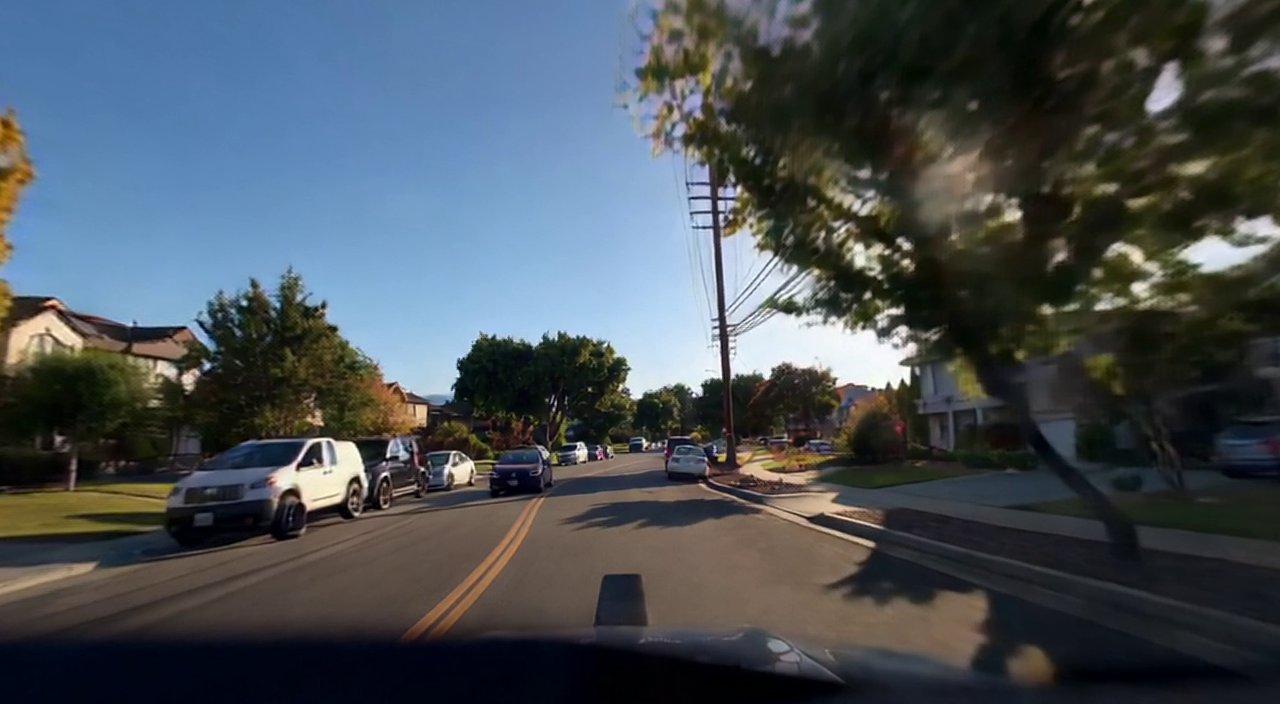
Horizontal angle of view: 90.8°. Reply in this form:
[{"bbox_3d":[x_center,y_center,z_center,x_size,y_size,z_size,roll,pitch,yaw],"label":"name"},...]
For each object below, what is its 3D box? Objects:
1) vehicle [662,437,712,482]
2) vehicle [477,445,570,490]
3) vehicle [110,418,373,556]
[{"bbox_3d":[2.095,4.783,28.423,2.032,1.810,5.047,-1,-9,4],"label":"vehicle"},{"bbox_3d":[-4.169,4.217,23.446,2.448,1.475,4.568,0,-9,2],"label":"vehicle"},{"bbox_3d":[-7.416,2.549,12.755,2.312,2.032,5.585,-1,-9,-8],"label":"vehicle"}]
